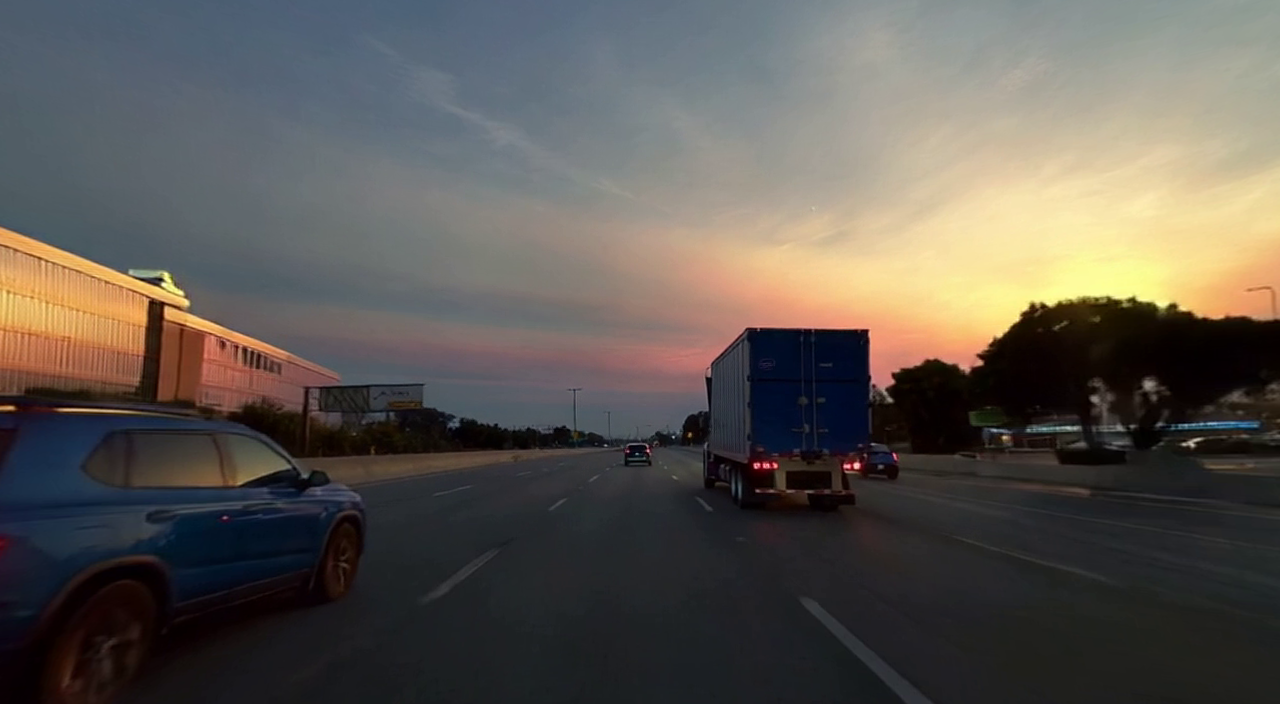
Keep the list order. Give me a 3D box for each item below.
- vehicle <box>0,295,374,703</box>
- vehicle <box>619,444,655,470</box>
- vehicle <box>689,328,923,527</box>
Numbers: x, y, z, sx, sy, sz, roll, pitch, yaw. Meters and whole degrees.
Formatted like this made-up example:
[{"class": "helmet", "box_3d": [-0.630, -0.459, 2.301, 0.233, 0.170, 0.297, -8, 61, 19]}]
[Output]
[{"class": "vehicle", "box_3d": [-3.388, 0.820, 2.948, 2.229, 1.806, 4.698, 0, -8, 0]}, {"class": "vehicle", "box_3d": [-0.163, 5.951, 36.022, 1.929, 1.395, 3.999, 0, -8, 0]}, {"class": "vehicle", "box_3d": [3.177, 2.046, 16.099, 2.934, 3.325, 10.986, 0, -8, 0]}]
